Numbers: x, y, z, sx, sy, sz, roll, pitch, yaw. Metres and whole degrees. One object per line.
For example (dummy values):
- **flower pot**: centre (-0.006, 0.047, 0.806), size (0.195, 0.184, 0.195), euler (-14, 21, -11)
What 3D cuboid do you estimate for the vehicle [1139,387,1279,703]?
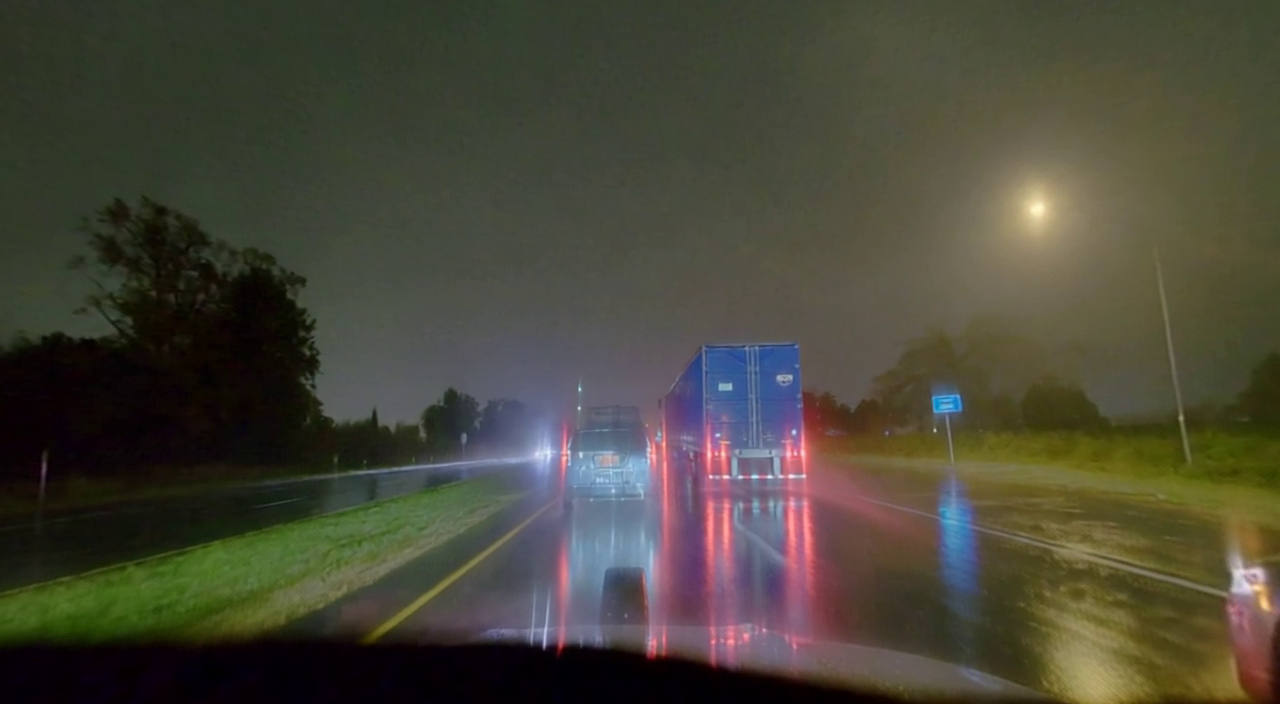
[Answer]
- **vehicle**: centre (3.574, 0.657, 0.852), size (1.960, 1.515, 4.713), euler (0, -8, 1)

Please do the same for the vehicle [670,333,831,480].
- **vehicle**: centre (3.602, 2.751, 26.739), size (3.591, 4.290, 16.696), euler (0, -8, -1)

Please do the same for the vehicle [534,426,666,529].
- **vehicle**: centre (-0.638, 2.218, 11.696), size (2.009, 1.554, 4.013), euler (0, -8, -1)
